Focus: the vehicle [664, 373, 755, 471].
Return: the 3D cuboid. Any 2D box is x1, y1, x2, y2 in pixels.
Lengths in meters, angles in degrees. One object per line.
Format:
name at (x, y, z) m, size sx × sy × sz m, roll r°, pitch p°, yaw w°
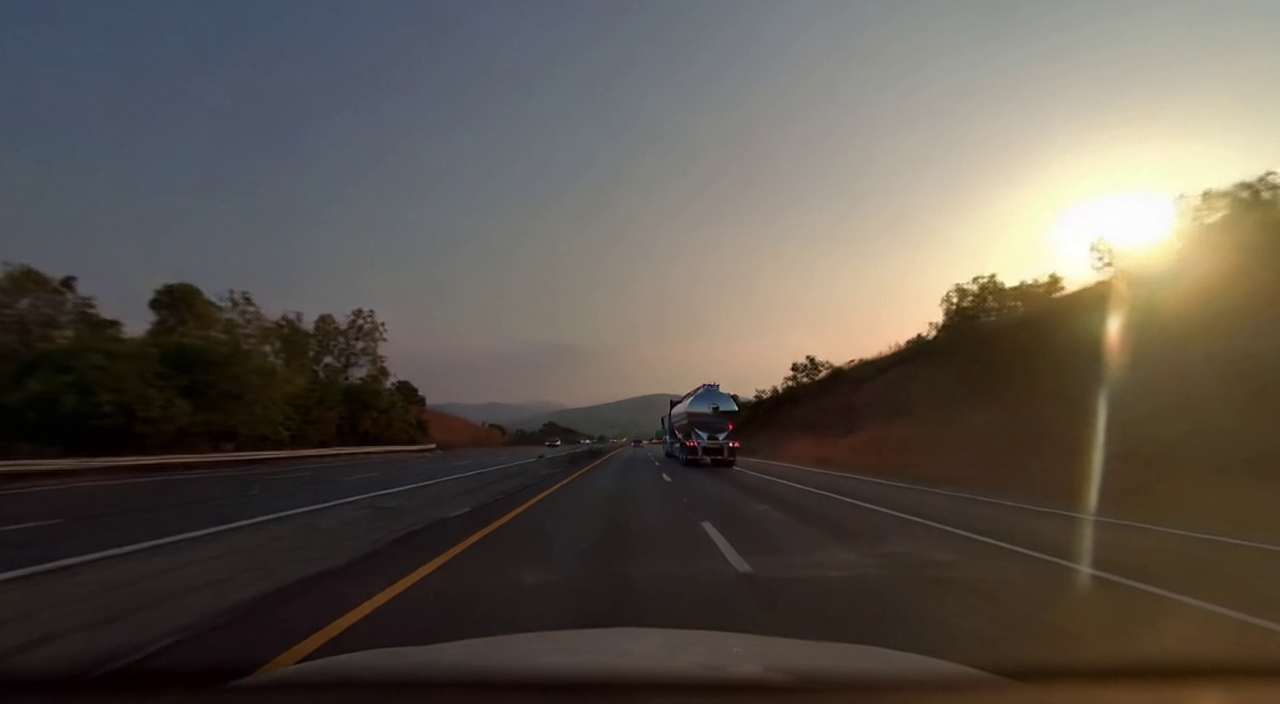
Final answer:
vehicle at (2.887, 3.443, 30.001) m, size 2.946 × 3.745 × 11.516 m, roll 0°, pitch -7°, yaw -1°
